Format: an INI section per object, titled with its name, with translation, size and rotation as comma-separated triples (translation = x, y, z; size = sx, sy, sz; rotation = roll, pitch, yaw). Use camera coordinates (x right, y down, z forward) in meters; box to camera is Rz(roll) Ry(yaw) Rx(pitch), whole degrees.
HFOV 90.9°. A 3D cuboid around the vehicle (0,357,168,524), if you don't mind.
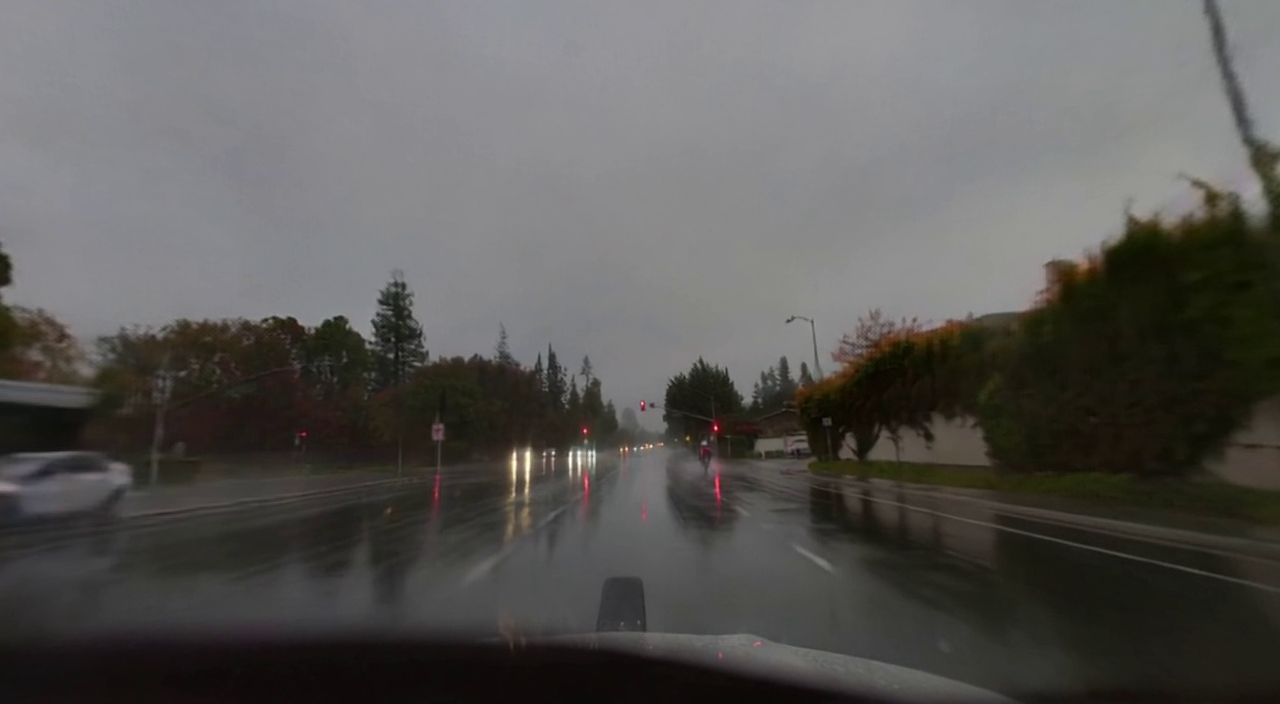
[vehicle]
translation = -17.349, 1.770, 12.711
size = 2.892, 4.104, 16.689
rotation = 0, -8, 0
